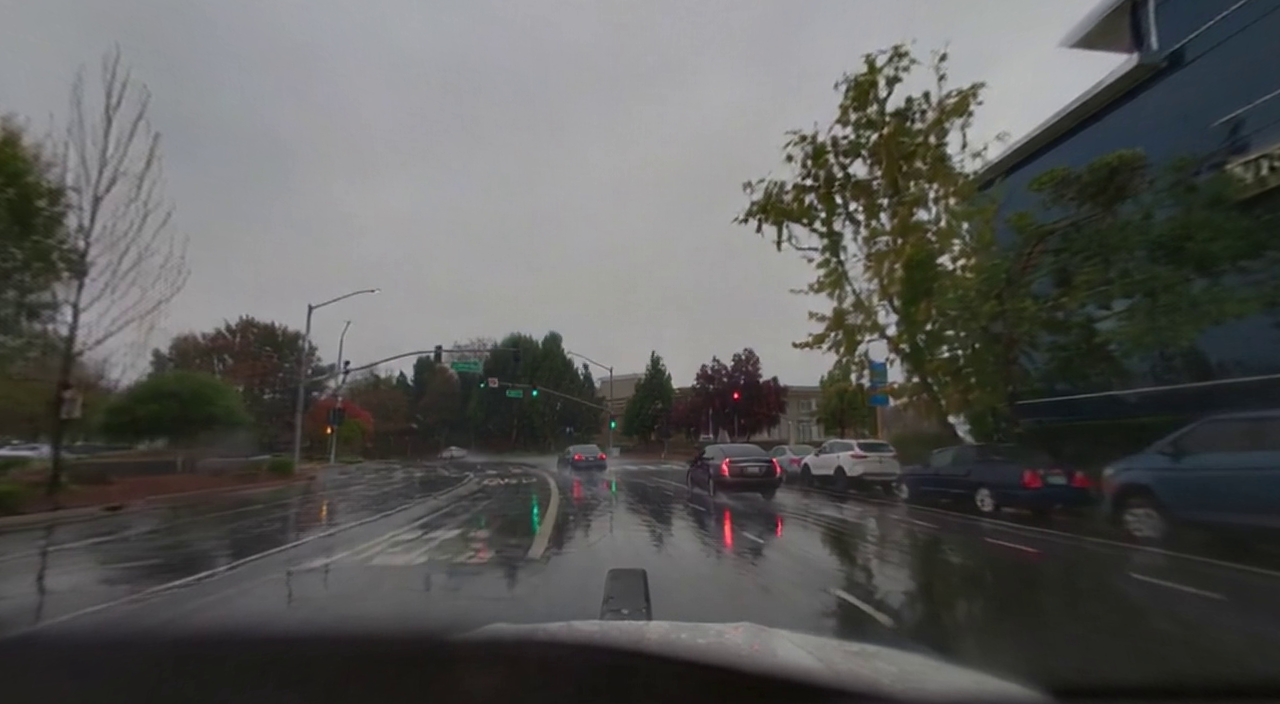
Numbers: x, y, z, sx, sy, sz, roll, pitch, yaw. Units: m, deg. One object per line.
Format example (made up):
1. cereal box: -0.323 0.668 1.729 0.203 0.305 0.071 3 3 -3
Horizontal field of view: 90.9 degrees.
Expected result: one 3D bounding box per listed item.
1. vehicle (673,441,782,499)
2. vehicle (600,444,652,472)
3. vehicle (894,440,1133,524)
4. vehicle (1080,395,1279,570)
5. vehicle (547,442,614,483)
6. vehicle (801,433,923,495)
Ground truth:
1. vehicle: 2.369 3.358 18.386 1.984 1.476 4.488 1 -9 -8
2. vehicle: -0.896 6.029 36.097 1.957 1.463 4.701 2 -9 -14
3. vehicle: 7.470 2.609 13.311 1.903 1.432 4.514 1 -9 -7
4. vehicle: 7.845 1.440 7.054 2.197 1.832 4.762 0 -9 -3
5. vehicle: -2.607 4.594 26.573 2.308 1.535 4.811 2 -9 -11
6. vehicle: 6.595 3.366 19.272 1.825 1.646 4.070 1 -9 -7
